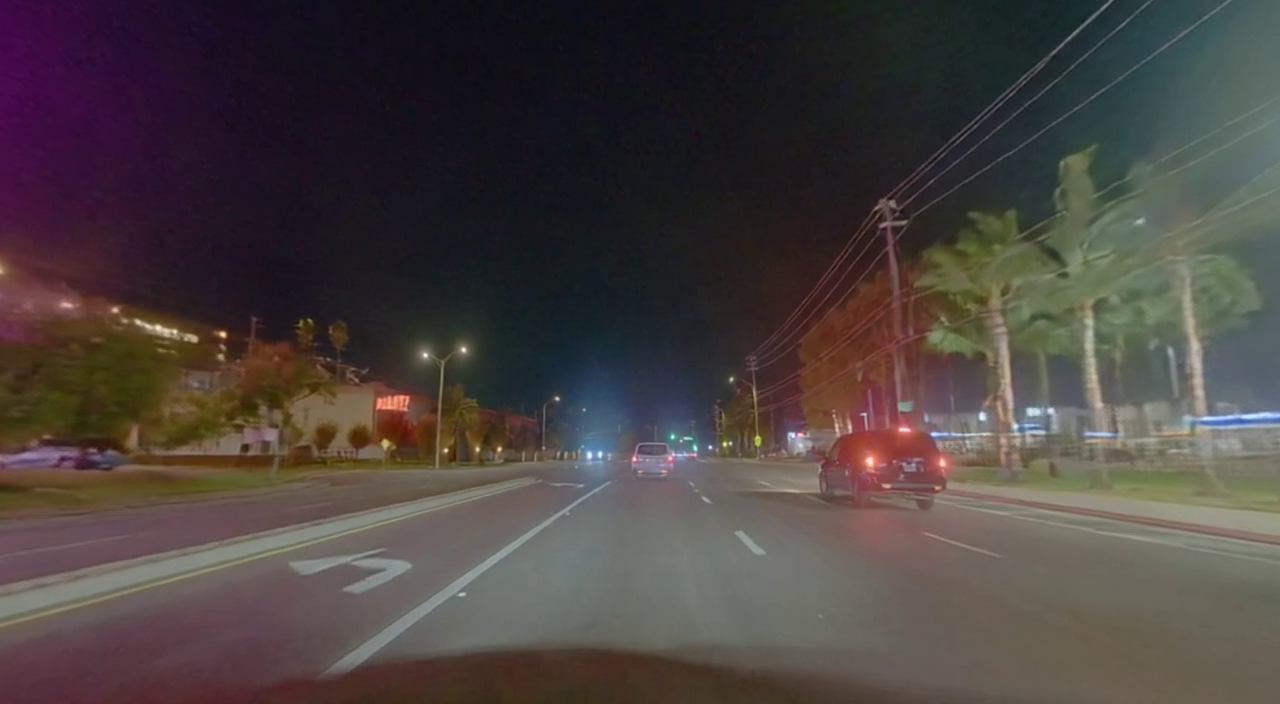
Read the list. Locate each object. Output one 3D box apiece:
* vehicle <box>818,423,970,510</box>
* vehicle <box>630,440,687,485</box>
[{"bbox_3d":[6.333,2.905,16.399,2.107,1.928,4.471,0,-9,1],"label":"vehicle"},{"bbox_3d":[0.748,4.510,26.008,2.138,1.672,4.168,0,-9,2],"label":"vehicle"}]
